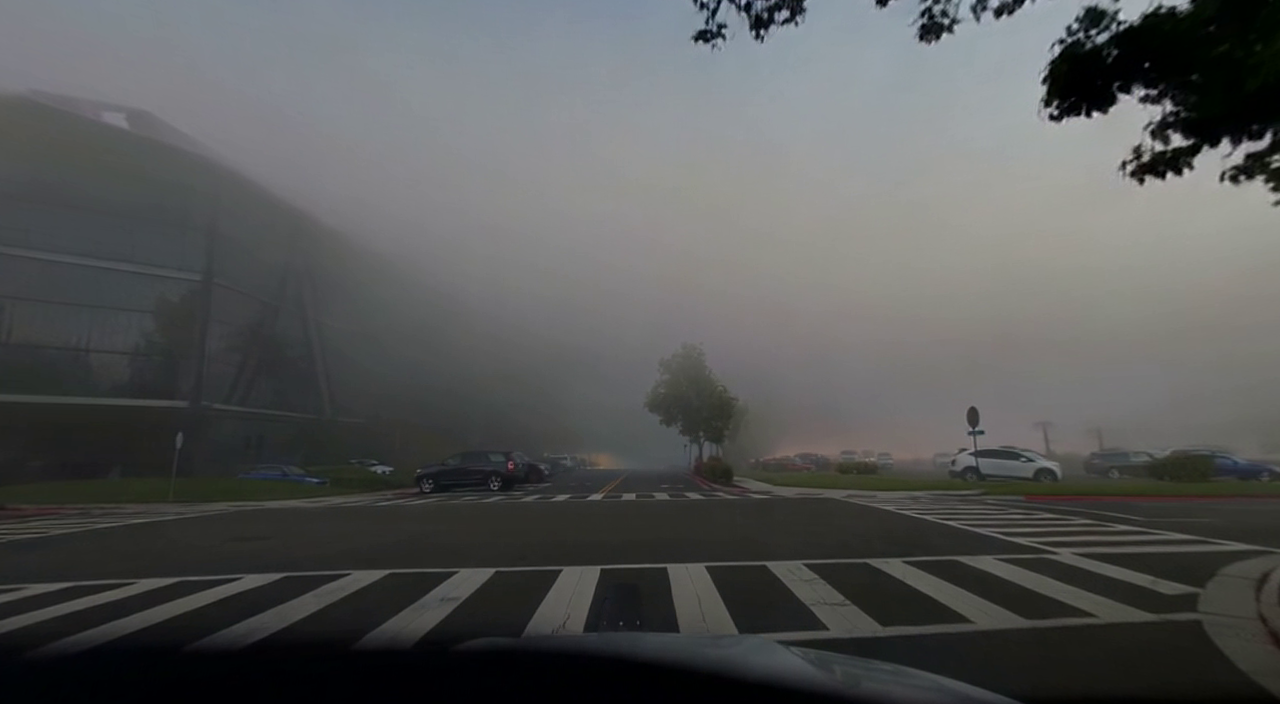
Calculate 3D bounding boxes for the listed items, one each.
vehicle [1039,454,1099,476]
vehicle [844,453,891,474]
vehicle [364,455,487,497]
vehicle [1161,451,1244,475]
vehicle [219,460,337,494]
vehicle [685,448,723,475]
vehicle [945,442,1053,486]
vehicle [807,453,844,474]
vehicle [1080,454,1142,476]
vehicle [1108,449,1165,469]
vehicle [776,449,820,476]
[{"bbox_3d":[28.308,7.467,41.788,1.495,1.371,3.336,-1,-10,-1],"label":"vehicle"},{"bbox_3d":[17.105,8.409,47.750,1.971,1.478,4.477,0,-9,1],"label":"vehicle"},{"bbox_3d":[-8.698,4.978,25.722,4.442,1.504,1.809,5,-10,-28],"label":"vehicle"},{"bbox_3d":[36.996,7.307,41.731,1.678,1.423,4.191,-1,-9,2],"label":"vehicle"},{"bbox_3d":[-16.633,5.728,29.180,4.331,1.437,1.876,0,-9,3],"label":"vehicle"},{"bbox_3d":[4.590,7.930,46.053,2.262,1.794,5.331,0,-9,1],"label":"vehicle"},{"bbox_3d":[16.488,5.133,29.391,2.048,1.852,4.998,0,-9,0],"label":"vehicle"},{"bbox_3d":[14.176,8.491,48.426,1.935,1.477,3.719,0,-9,3],"label":"vehicle"},{"bbox_3d":[31.272,7.508,42.034,1.519,1.371,3.278,0,-9,0],"label":"vehicle"},{"bbox_3d":[37.034,7.970,47.225,1.545,1.398,3.431,0,-9,3],"label":"vehicle"},{"bbox_3d":[10.545,7.396,42.500,1.936,1.673,4.305,0,-9,1],"label":"vehicle"}]
